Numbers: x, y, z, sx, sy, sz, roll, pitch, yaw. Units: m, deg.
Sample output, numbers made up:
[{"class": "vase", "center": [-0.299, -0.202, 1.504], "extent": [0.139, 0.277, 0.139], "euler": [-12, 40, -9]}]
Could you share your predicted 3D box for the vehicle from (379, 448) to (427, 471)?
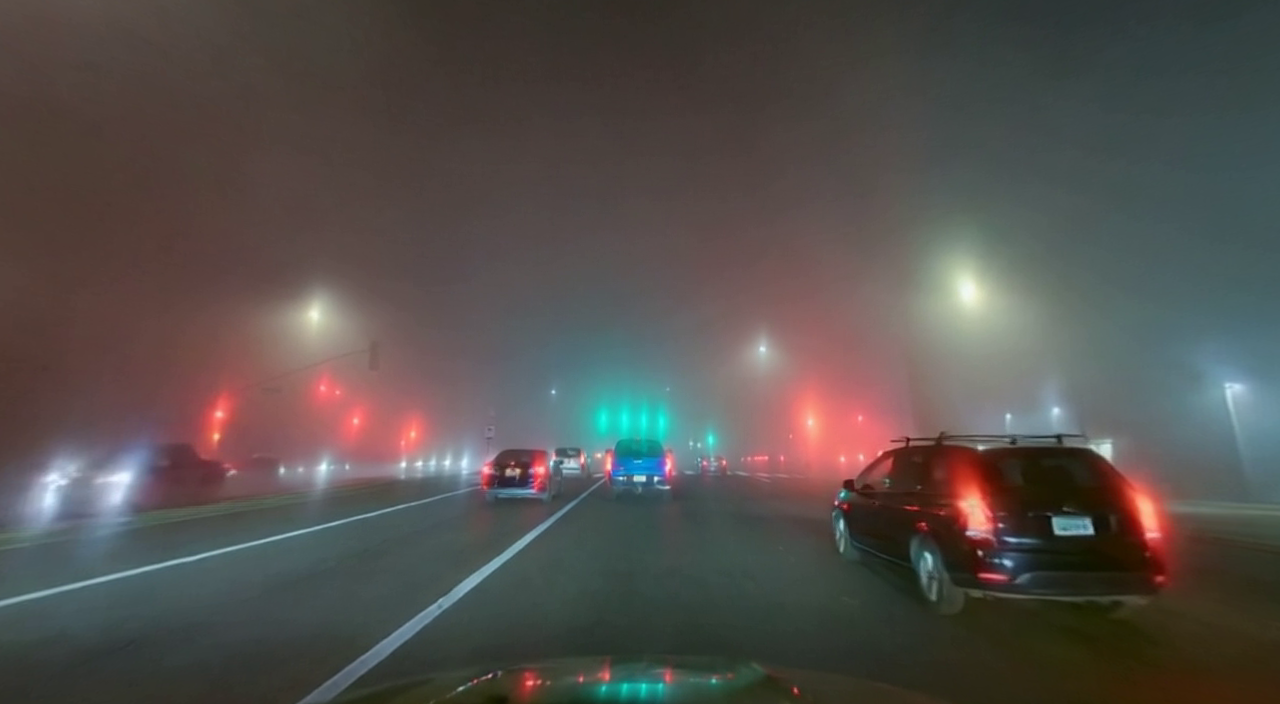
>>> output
[{"class": "vehicle", "center": [-18.450, 8.391, 49.355], "extent": [2.025, 1.625, 4.527], "euler": [0, -8, 0]}]

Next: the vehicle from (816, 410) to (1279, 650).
[{"class": "vehicle", "center": [3.378, 1.525, 6.461], "extent": [1.955, 1.628, 4.152], "euler": [0, -8, 0]}]

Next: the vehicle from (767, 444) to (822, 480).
[{"class": "vehicle", "center": [8.725, 6.225, 35.994], "extent": [2.126, 1.820, 4.521], "euler": [2, -8, 2]}]

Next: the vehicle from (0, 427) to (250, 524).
[{"class": "vehicle", "center": [-11.742, 2.732, 14.589], "extent": [2.150, 1.838, 4.981], "euler": [0, -8, 1]}]

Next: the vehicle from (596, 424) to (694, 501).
[{"class": "vehicle", "center": [0.111, 3.185, 18.558], "extent": [2.493, 1.934, 4.957], "euler": [0, -8, 0]}]

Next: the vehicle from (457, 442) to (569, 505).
[{"class": "vehicle", "center": [-3.239, 3.179, 17.041], "extent": [1.986, 1.465, 4.509], "euler": [0, -8, 2]}]

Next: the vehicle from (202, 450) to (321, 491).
[{"class": "vehicle", "center": [-15.101, 4.714, 25.501], "extent": [1.897, 1.461, 4.602], "euler": [0, -8, 1]}]

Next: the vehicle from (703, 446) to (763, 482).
[{"class": "vehicle", "center": [4.054, 4.975, 28.301], "extent": [1.968, 1.472, 4.456], "euler": [0, -8, 0]}]
